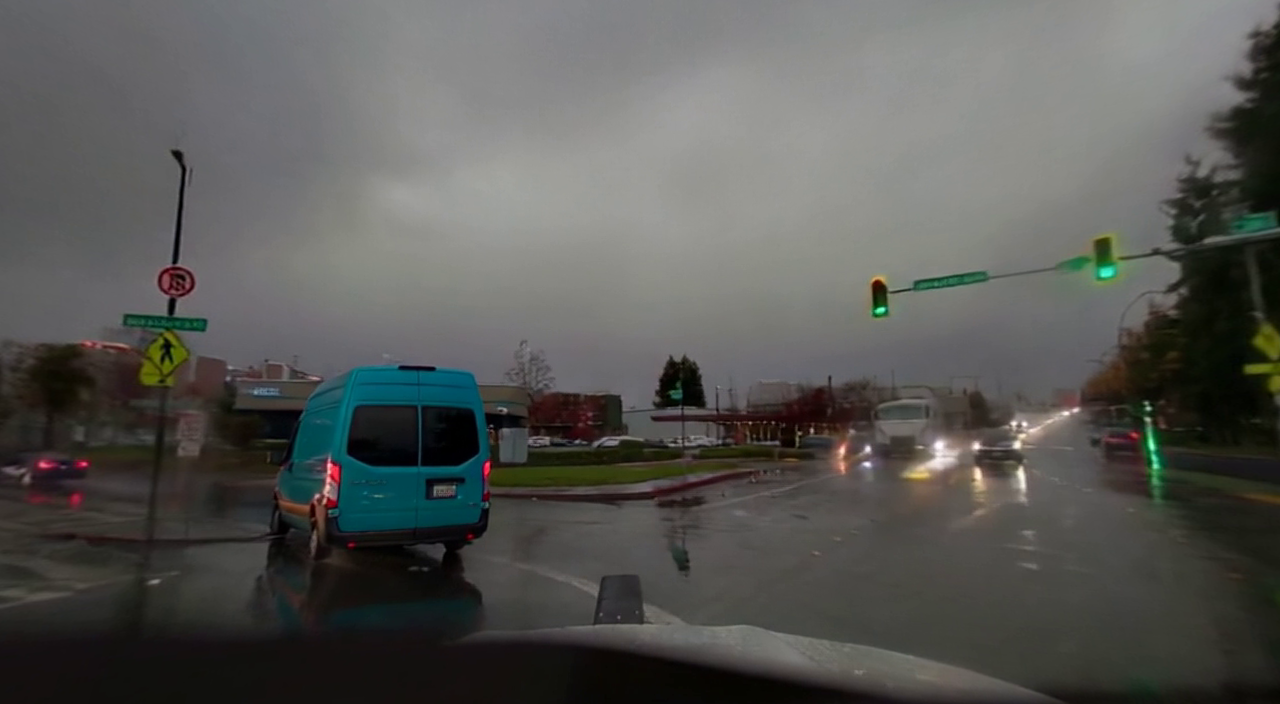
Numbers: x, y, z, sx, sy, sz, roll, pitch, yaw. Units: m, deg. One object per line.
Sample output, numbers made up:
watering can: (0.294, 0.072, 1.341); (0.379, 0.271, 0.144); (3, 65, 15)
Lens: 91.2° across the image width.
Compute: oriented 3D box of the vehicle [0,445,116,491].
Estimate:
vehicle: (-21.927, 4.282, 23.381); (4.457, 1.533, 1.933); (-5, -10, 28)

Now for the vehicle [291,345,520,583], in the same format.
vehicle: (-4.067, 1.679, 10.053); (2.432, 2.624, 5.670); (4, -10, -29)

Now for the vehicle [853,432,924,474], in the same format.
vehicle: (10.514, 4.221, 26.304); (2.017, 1.599, 4.436); (-5, -10, 30)

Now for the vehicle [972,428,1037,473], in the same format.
vehicle: (14.481, 3.901, 24.857); (1.948, 1.613, 3.879); (-6, -10, 31)

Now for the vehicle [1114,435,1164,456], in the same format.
vehicle: (37.103, 6.947, 46.700); (2.144, 1.473, 4.250); (-5, -10, 29)

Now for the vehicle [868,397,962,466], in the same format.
vehicle: (16.523, 4.826, 36.814); (3.158, 3.294, 13.584); (-5, -10, 31)
